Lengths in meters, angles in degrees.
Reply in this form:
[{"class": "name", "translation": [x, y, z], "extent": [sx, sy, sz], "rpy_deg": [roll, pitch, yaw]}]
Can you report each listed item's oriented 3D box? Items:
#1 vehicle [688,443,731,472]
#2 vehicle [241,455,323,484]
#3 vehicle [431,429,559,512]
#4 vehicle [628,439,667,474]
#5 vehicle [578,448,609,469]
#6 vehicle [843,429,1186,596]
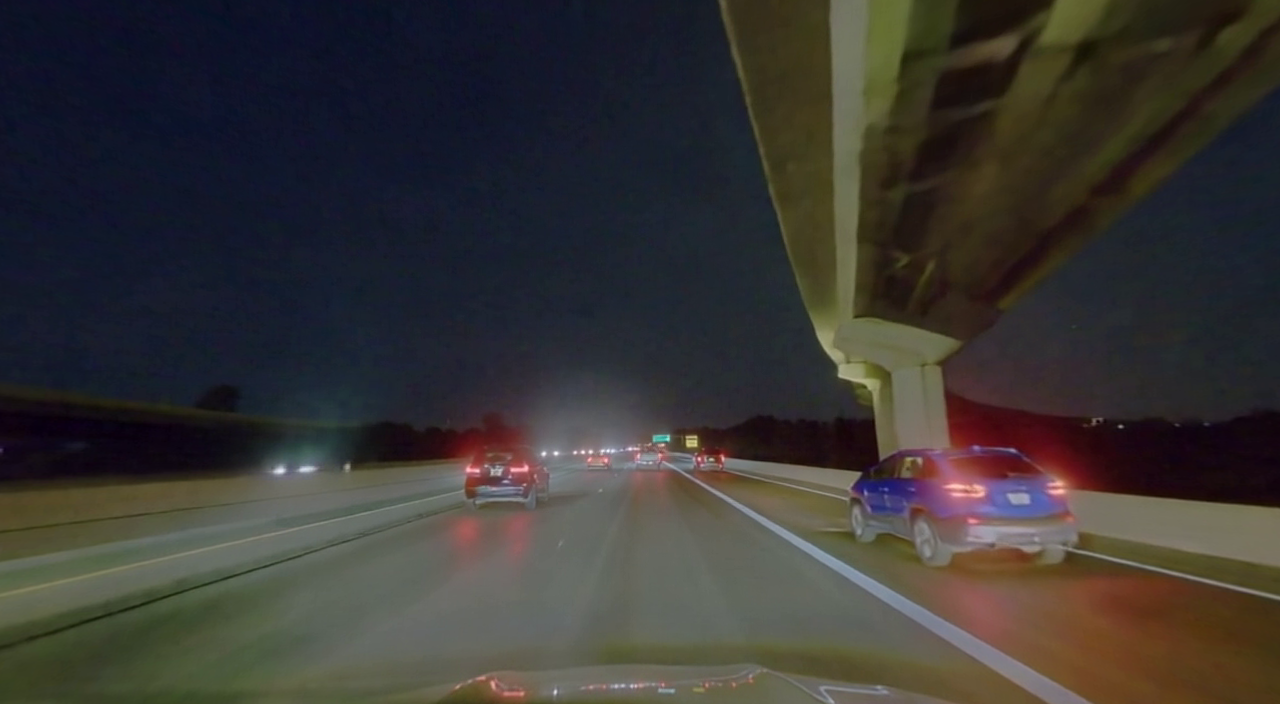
[{"class": "vehicle", "translation": [4.508, 6.911, 41.503], "extent": [2.231, 1.807, 4.588], "rpy_deg": [0, -9, -1]}, {"class": "vehicle", "translation": [-20.673, 6.763, 36.570], "extent": [1.897, 1.506, 4.512], "rpy_deg": [0, -9, 3]}, {"class": "vehicle", "translation": [-3.421, 2.897, 15.870], "extent": [2.089, 1.751, 4.515], "rpy_deg": [0, -9, 1]}, {"class": "vehicle", "translation": [0.413, 6.053, 36.717], "extent": [2.155, 1.909, 4.529], "rpy_deg": [0, -9, 0]}, {"class": "vehicle", "translation": [-3.379, 7.820, 46.439], "extent": [1.994, 1.475, 4.171], "rpy_deg": [0, -9, 0]}, {"class": "vehicle", "translation": [4.163, 1.810, 7.909], "extent": [1.959, 1.554, 3.795], "rpy_deg": [0, -9, 0]}]
